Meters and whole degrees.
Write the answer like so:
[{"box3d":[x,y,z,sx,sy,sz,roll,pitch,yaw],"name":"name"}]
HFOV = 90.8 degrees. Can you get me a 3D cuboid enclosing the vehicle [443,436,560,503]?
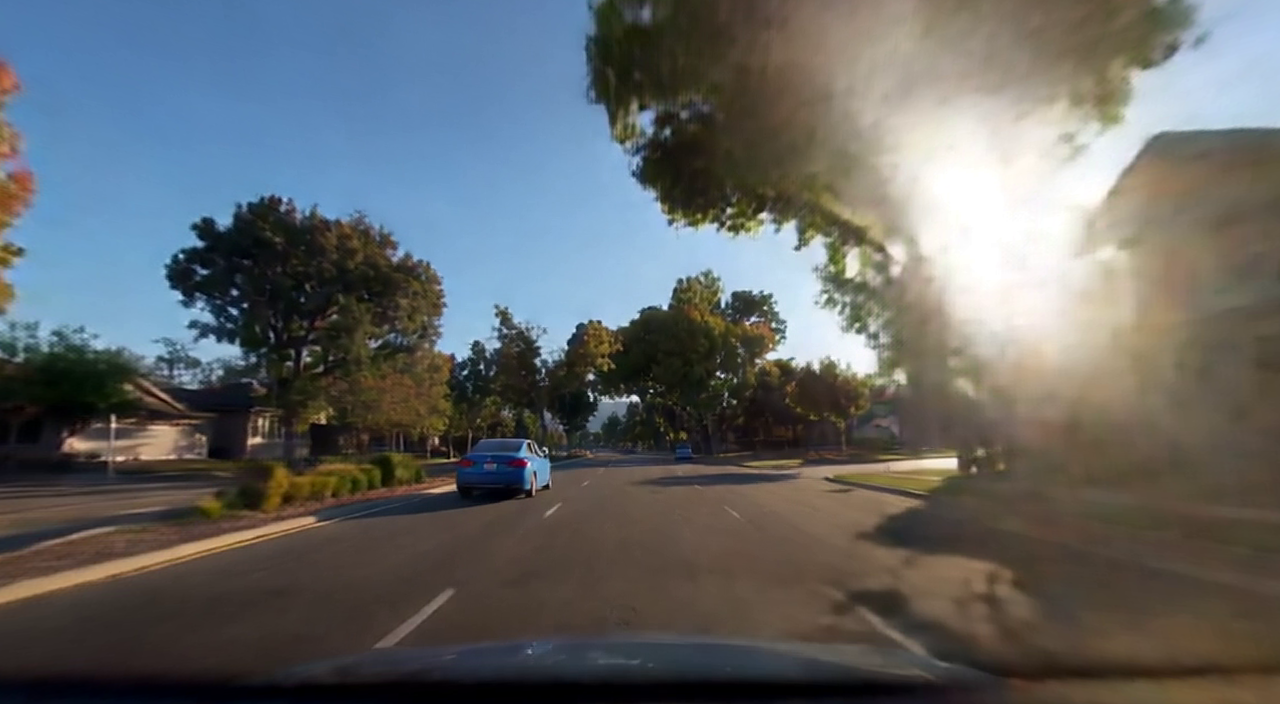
[{"box3d":[-3.374,2.935,16.269,2.005,1.477,4.169,0,-8,1],"name":"vehicle"}]
